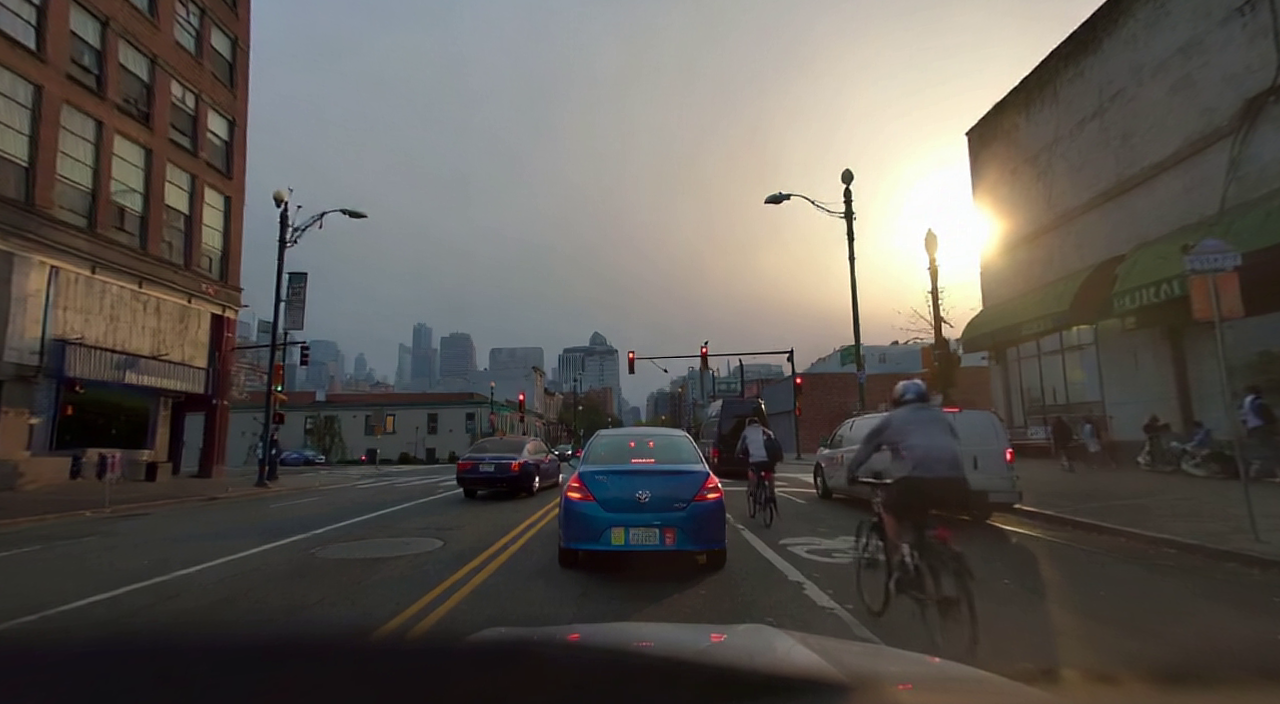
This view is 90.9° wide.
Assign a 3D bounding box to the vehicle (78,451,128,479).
[{"bbox_3d":[-35.737,7.475,41.944,2.264,1.722,4.721,7,-11,-40],"label":"vehicle"}]

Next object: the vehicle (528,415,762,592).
[{"bbox_3d":[0.018,1.658,7.720,2.091,1.557,4.000,0,-9,-1],"label":"vehicle"}]

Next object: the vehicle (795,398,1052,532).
[{"bbox_3d":[4.511,1.912,11.124,2.142,1.829,4.767,0,-9,-2],"label":"vehicle"}]

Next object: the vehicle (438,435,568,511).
[{"bbox_3d":[-2.943,2.709,14.615,2.039,1.452,4.489,0,-9,0],"label":"vehicle"}]
